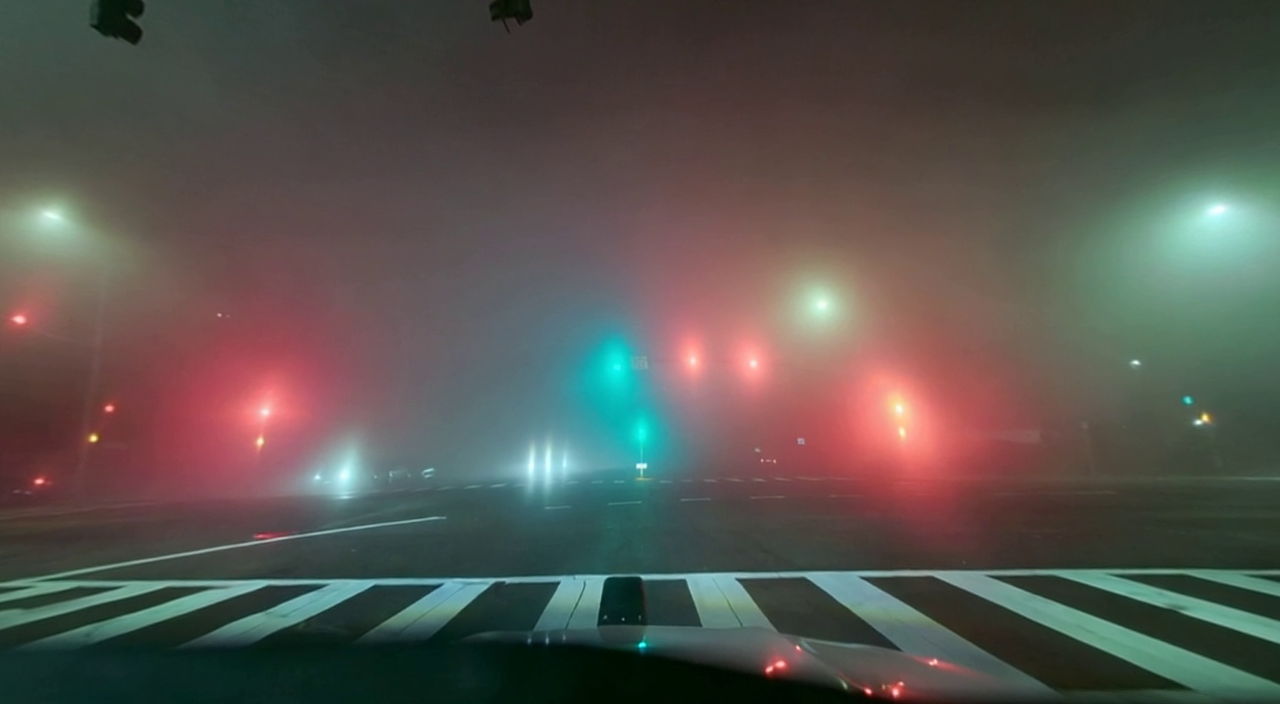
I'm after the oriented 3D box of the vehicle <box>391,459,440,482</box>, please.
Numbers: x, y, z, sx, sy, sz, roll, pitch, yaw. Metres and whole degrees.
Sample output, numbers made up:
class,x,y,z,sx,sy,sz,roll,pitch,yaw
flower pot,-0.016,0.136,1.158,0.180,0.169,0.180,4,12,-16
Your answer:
class,x,y,z,sx,sy,sz,roll,pitch,yaw
vehicle,-16.182,8.510,45.437,1.804,1.486,4.625,0,-9,1

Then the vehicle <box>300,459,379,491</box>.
class,x,y,z,sx,sy,sz,roll,pitch,yaw
vehicle,-16.102,6.606,33.961,2.055,1.506,4.663,0,-9,-1

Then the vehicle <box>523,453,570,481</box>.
class,x,y,z,sx,sy,sz,roll,pitch,yaw
vehicle,-5.483,6.805,37.391,2.154,1.501,4.416,0,-9,0

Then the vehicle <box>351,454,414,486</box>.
class,x,y,z,sx,sy,sz,roll,pitch,yaw
vehicle,-16.220,7.412,39.843,1.960,1.819,5.018,0,-9,-2
